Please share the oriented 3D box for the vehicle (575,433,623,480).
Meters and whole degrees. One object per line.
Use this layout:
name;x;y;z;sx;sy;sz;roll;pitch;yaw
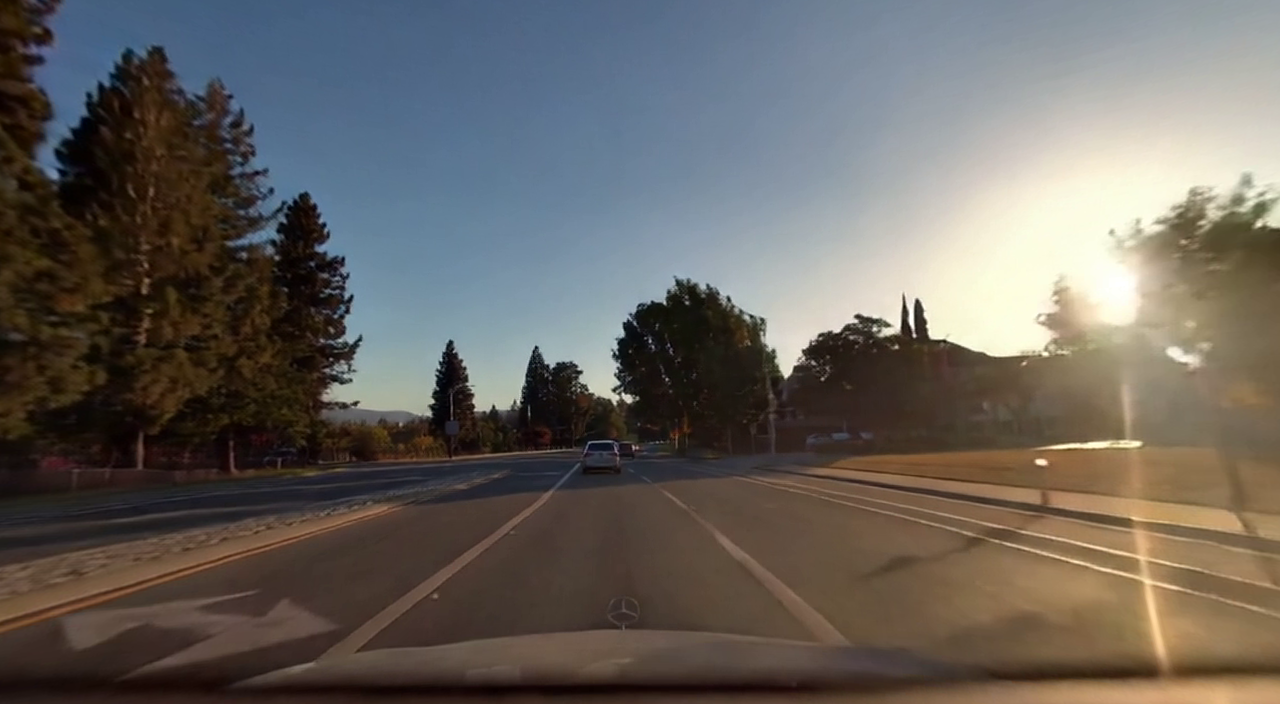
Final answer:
vehicle;-1.950;4.857;29.362;2.072;2.002;4.391;1;-9;-4
